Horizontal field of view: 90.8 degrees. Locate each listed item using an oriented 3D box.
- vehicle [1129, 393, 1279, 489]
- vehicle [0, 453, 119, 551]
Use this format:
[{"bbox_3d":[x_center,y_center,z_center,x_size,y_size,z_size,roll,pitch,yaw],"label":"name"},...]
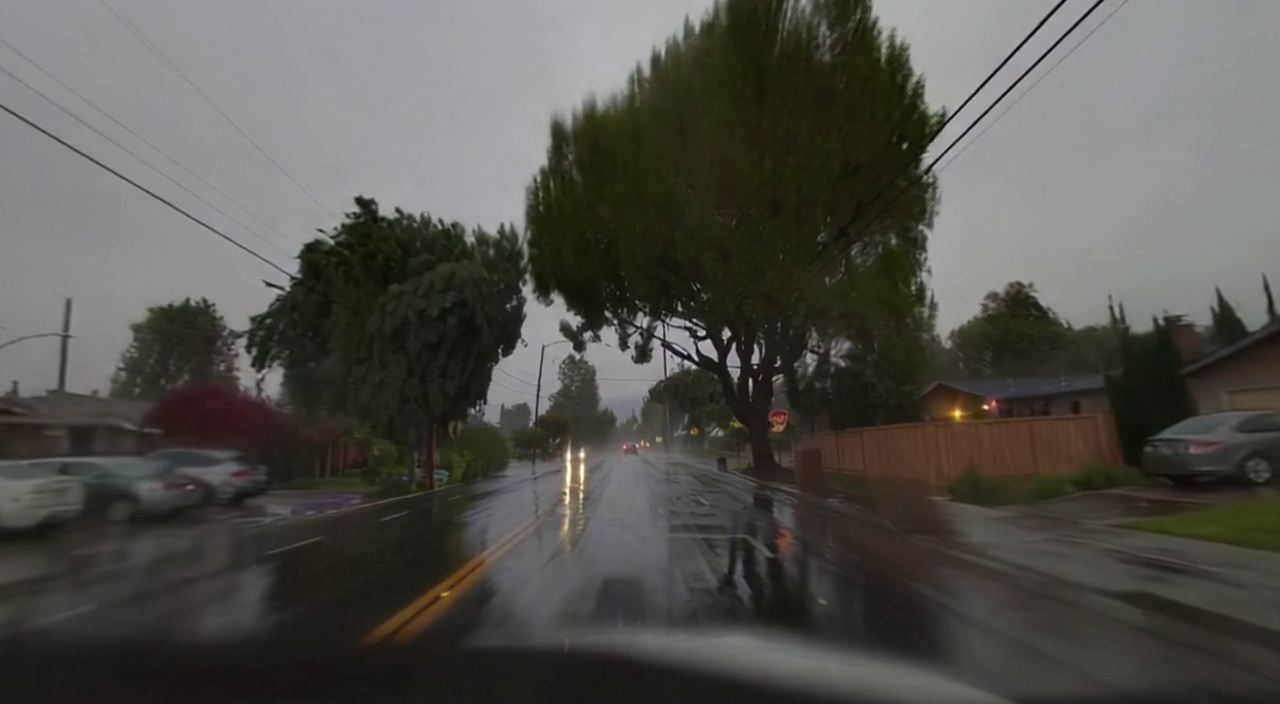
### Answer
[{"bbox_3d":[13.129,1.852,13.125,4.653,1.775,1.906,1,-9,-10],"label":"vehicle"},{"bbox_3d":[-12.271,2.612,11.352,3.927,1.560,2.049,0,-8,-1],"label":"vehicle"}]
